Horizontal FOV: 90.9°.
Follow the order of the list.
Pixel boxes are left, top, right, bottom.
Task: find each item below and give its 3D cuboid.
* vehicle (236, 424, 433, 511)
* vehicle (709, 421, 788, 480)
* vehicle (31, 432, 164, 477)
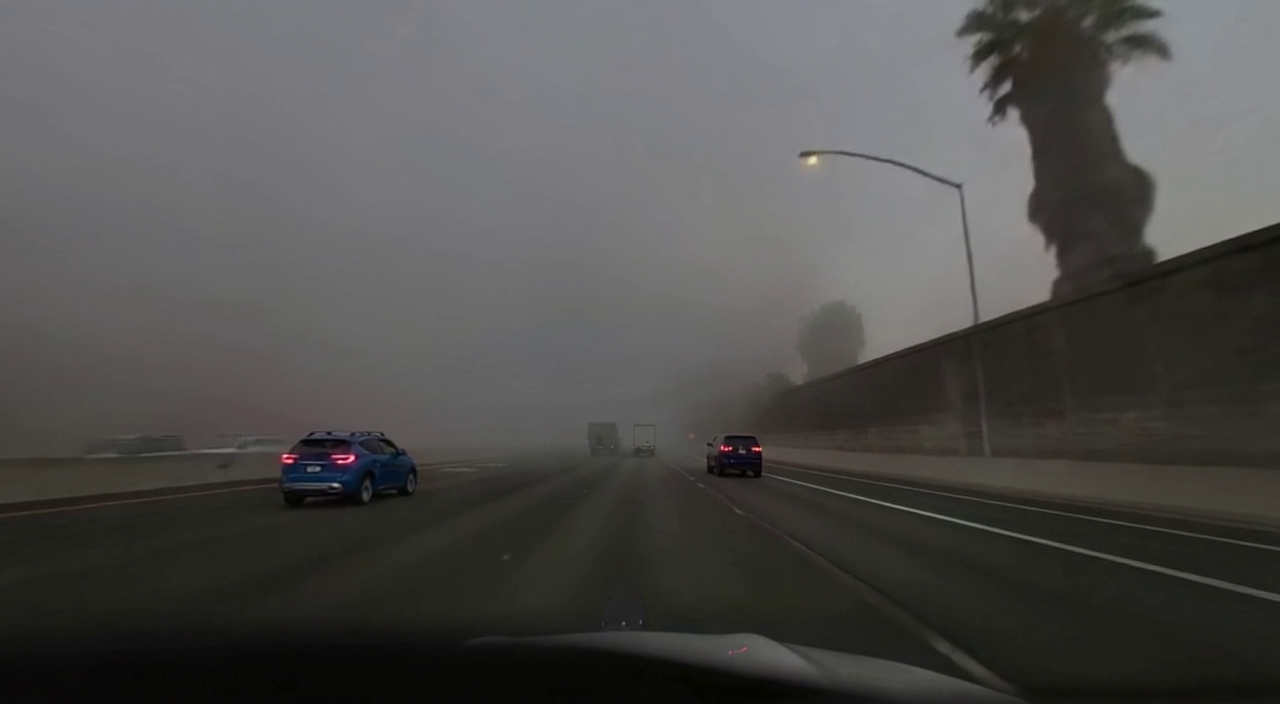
[{"bbox_3d":[-7.063,2.718,15.372,2.289,1.774,4.871,0,-8,1],"label":"vehicle"},{"bbox_3d":[4.373,4.100,26.376,2.408,2.210,4.999,0,-8,0],"label":"vehicle"},{"bbox_3d":[-21.424,4.039,25.148,1.710,1.642,3.990,0,-8,0],"label":"vehicle"}]
